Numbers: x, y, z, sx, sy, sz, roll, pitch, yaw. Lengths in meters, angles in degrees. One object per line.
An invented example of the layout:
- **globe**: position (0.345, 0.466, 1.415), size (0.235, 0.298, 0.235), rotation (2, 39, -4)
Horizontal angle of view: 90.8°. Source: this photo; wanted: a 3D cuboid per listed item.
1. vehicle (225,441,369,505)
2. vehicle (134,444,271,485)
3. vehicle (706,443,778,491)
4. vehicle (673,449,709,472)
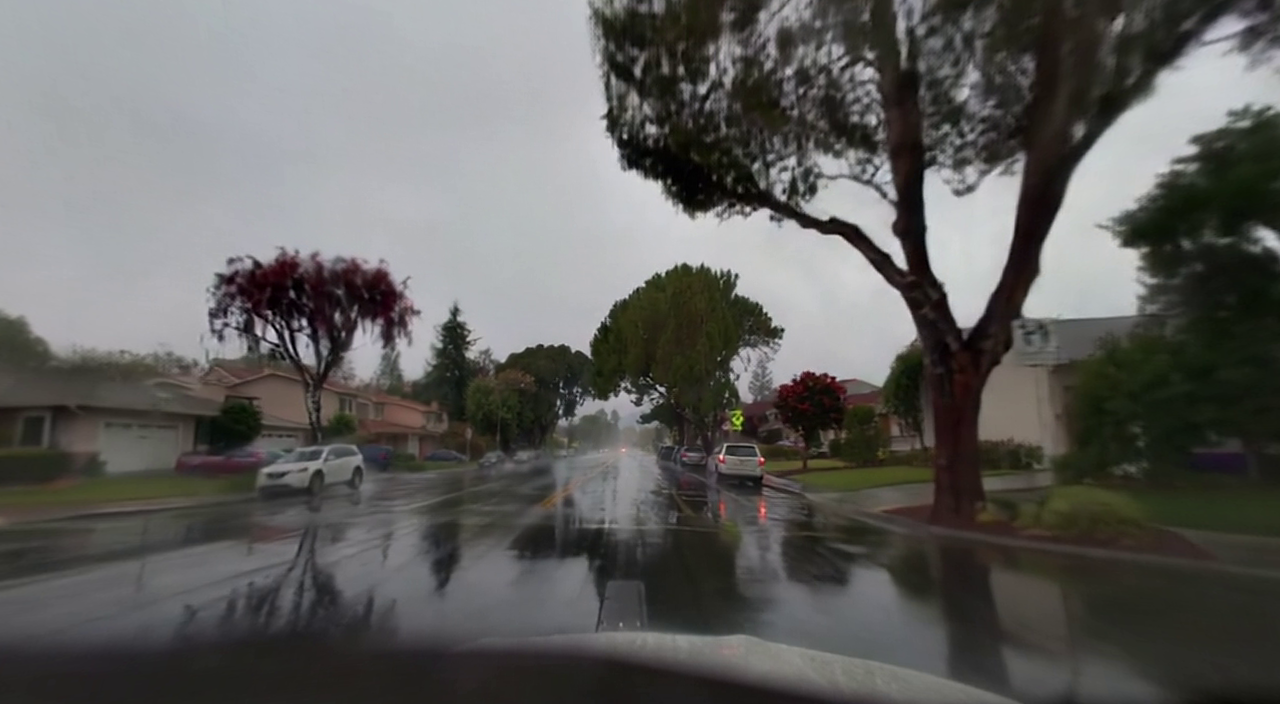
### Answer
- **vehicle**: position (-11.968, 4.222, 22.651), size (2.199, 1.988, 5.454), rotation (0, -9, -2)
- **vehicle**: position (-19.195, 4.930, 27.898), size (4.450, 1.677, 2.027), rotation (0, -9, -3)
- **vehicle**: position (4.025, 4.600, 25.669), size (2.027, 1.751, 4.433), rotation (0, -9, -2)
- **vehicle**: position (3.682, 7.899, 46.311), size (1.920, 1.541, 4.709), rotation (0, -9, -4)
